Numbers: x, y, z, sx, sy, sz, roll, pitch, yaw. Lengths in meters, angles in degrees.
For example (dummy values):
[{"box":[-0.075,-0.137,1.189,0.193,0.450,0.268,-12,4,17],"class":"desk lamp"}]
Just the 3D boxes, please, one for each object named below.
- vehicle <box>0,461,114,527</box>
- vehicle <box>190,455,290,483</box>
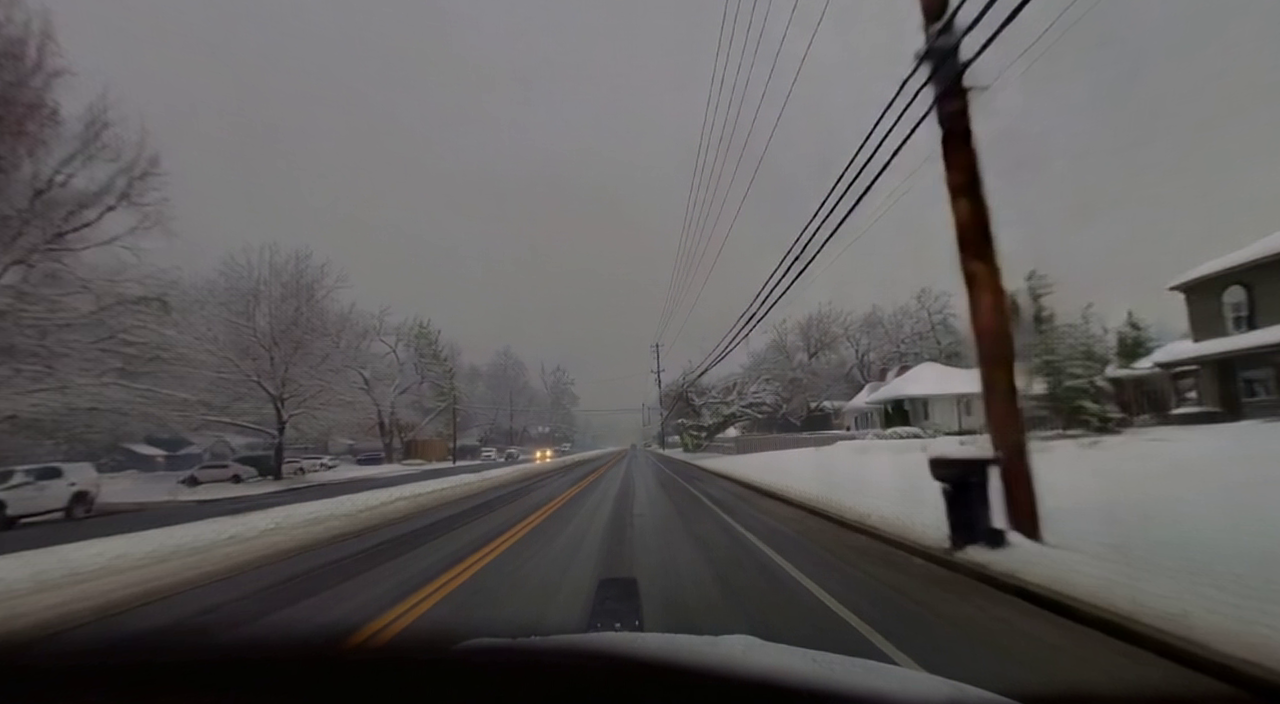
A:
[{"box":[-15.945,3.604,15.699,2.018,1.449,4.384,-7,-9,0],"class":"vehicle"},{"box":[-22.515,6.575,35.642,4.243,1.455,2.005,0,-9,1],"class":"vehicle"}]
